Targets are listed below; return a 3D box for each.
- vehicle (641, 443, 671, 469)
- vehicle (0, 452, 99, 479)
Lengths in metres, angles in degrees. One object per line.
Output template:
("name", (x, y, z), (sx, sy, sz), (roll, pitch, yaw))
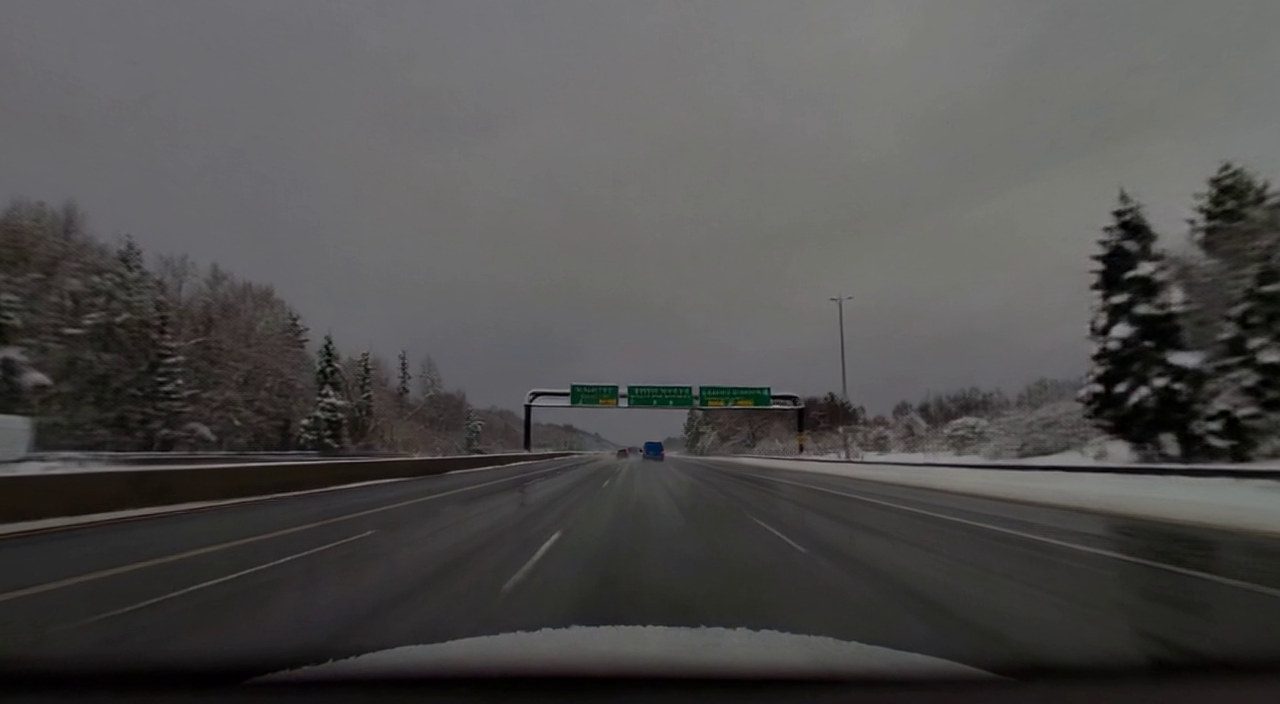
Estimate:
("vehicle", (1.189, 8.159, 49.706), (2.219, 1.927, 4.409), (0, -9, -1))
("vehicle", (-34.977, 6.692, 37.417), (1.868, 1.490, 4.250), (0, -9, 0))
